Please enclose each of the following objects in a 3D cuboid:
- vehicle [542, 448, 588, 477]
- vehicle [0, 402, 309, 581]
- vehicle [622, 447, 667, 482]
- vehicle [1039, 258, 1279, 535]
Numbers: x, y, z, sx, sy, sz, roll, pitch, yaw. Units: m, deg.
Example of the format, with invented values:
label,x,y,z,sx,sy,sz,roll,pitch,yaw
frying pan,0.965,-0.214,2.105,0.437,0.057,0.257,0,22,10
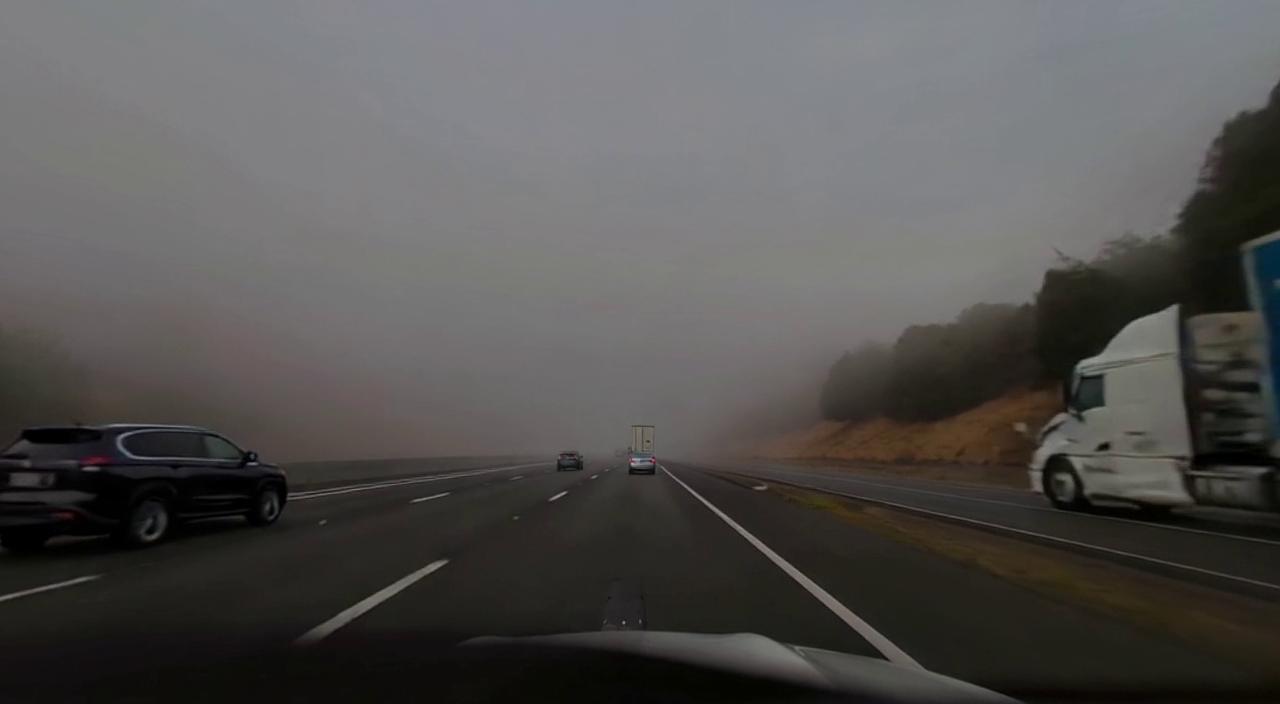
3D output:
label,x,y,z,sx,sy,sz,roll,pitch,yaw
vehicle,-4.112,6.138,35.267,2.018,1.504,4.431,0,-9,0
vehicle,-7.567,1.889,9.406,2.316,1.875,5.337,0,-9,0
vehicle,0.156,5.243,29.622,1.991,1.507,3.391,0,-9,-1
vehicle,10.715,0.663,9.242,2.997,3.951,9.277,1,-9,-4
